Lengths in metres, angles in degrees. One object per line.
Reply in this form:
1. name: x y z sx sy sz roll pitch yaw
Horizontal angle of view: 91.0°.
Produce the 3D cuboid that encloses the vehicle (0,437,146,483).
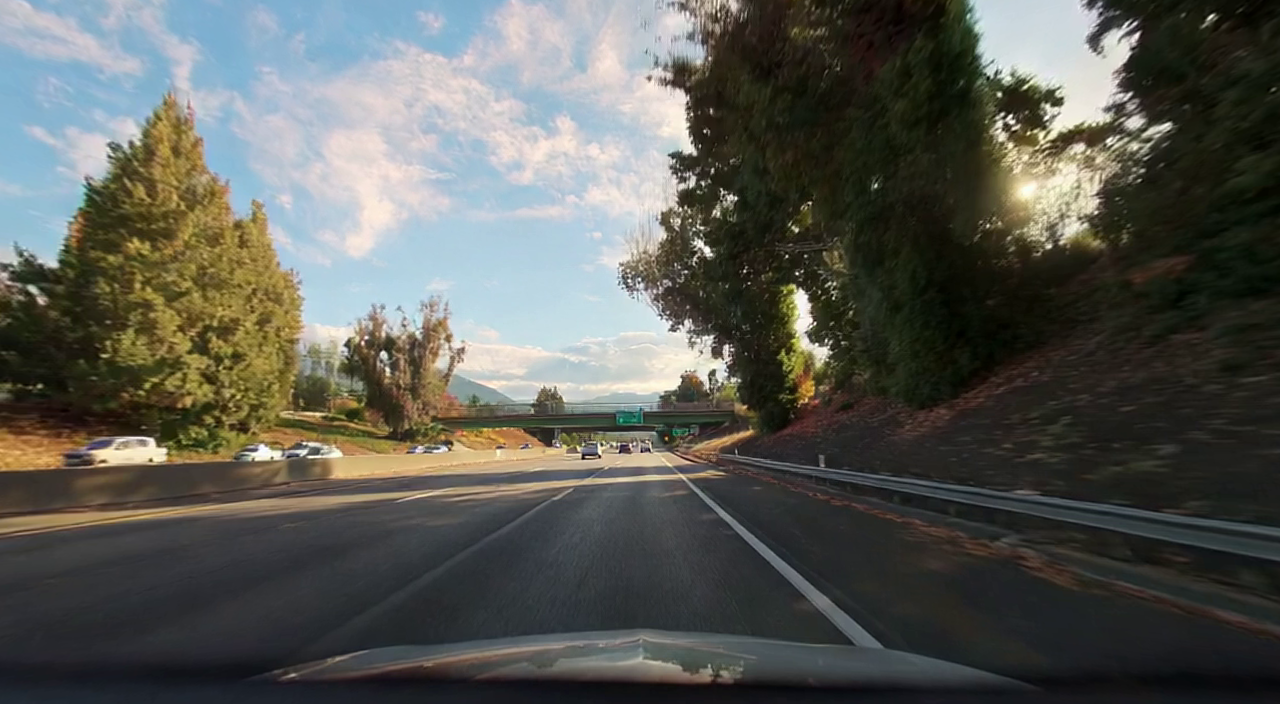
1. vehicle: -32.028 6.027 35.504 2.710 2.314 6.710 0 -9 2
